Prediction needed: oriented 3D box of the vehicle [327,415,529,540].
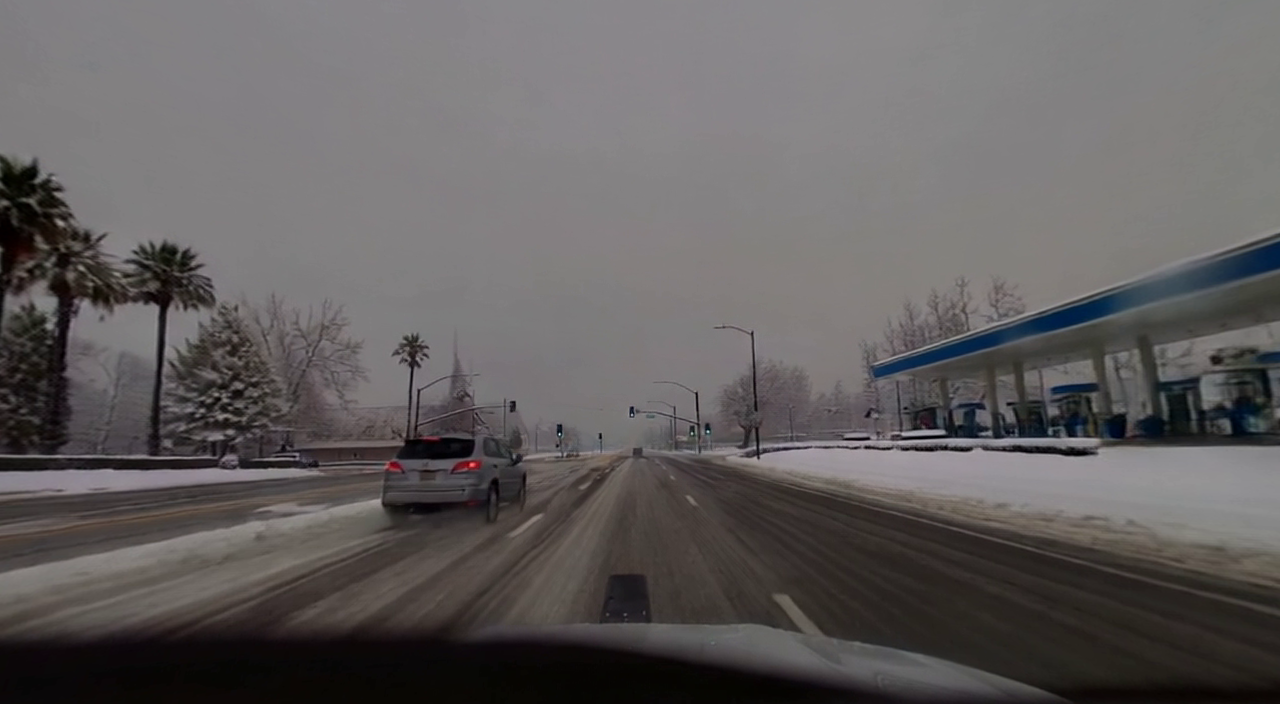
[{"bbox_3d":[-3.412,2.126,11.269,2.011,1.756,4.478,-1,-9,1],"label":"vehicle"}]
